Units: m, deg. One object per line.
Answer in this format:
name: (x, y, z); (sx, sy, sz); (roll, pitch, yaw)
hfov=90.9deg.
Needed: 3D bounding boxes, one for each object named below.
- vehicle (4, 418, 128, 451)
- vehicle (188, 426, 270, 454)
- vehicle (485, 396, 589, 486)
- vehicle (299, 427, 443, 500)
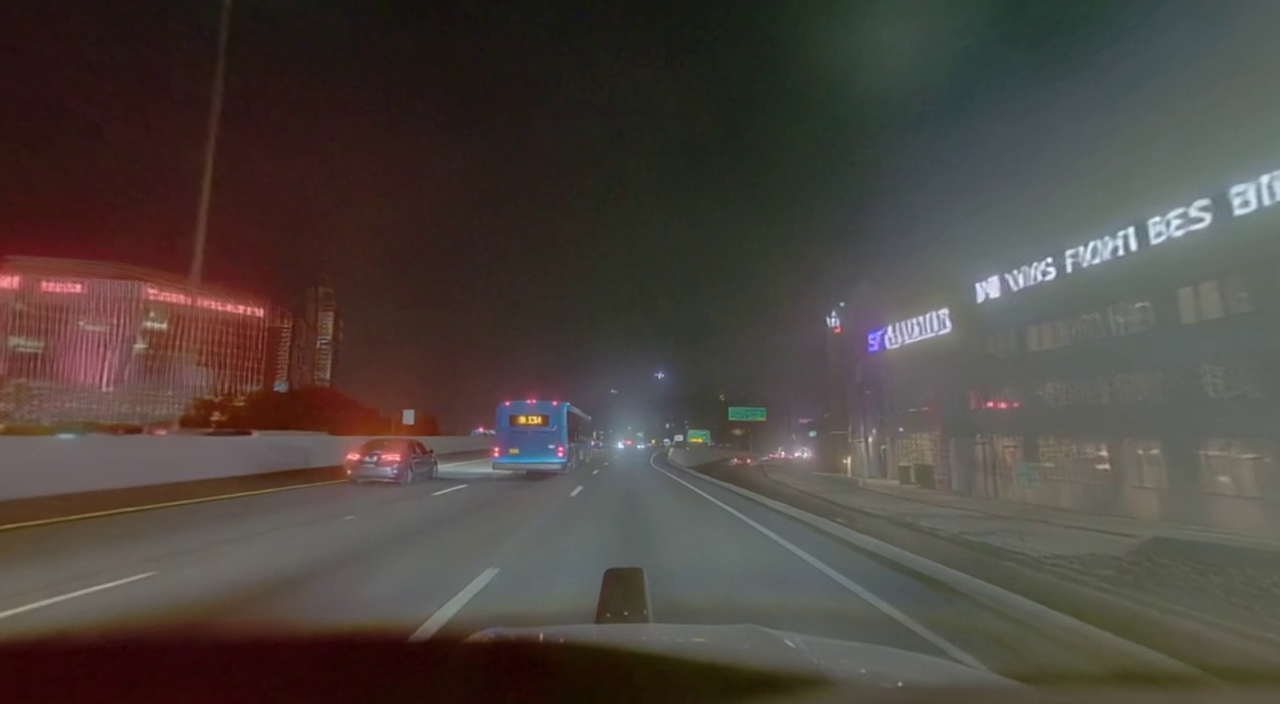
vehicle: (-31.979, 4.676, 35.357); (1.840, 1.662, 5.052); (-1, -9, 6)
vehicle: (-24.463, 5.281, 37.701); (1.843, 1.533, 4.083); (-1, -9, 6)
vehicle: (-3.710, 3.614, 24.913); (2.888, 2.944, 8.373); (0, -10, -1)
vehicle: (-7.099, 2.996, 17.262); (1.993, 1.690, 4.450); (0, -9, -1)
